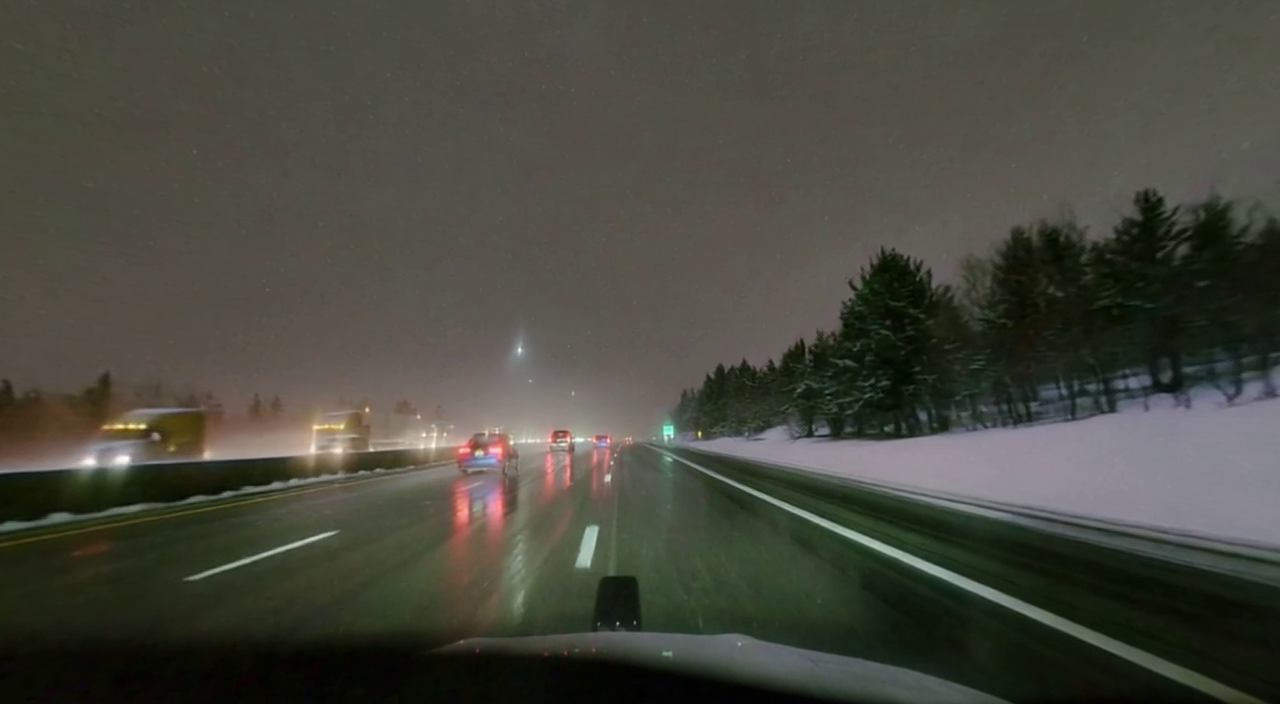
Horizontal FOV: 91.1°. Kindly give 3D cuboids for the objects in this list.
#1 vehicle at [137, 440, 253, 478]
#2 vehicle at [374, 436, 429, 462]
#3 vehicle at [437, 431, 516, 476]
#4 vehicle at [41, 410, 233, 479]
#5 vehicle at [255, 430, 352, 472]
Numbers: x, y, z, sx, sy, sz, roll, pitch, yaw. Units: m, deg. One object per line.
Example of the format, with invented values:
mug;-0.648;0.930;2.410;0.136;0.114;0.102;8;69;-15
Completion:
vehicle;-18.795;4.513;26.836;1.858;1.457;4.357;0;-8;-1
vehicle;-14.528;5.904;38.475;1.944;1.476;3.686;0;-8;0
vehicle;-6.182;3.874;24.338;1.953;1.550;4.167;0;-8;0
vehicle;-22.570;4.209;28.901;3.016;2.733;7.070;0;-8;-1
vehicle;-14.487;4.268;27.358;2.048;1.676;3.910;0;-8;-1
